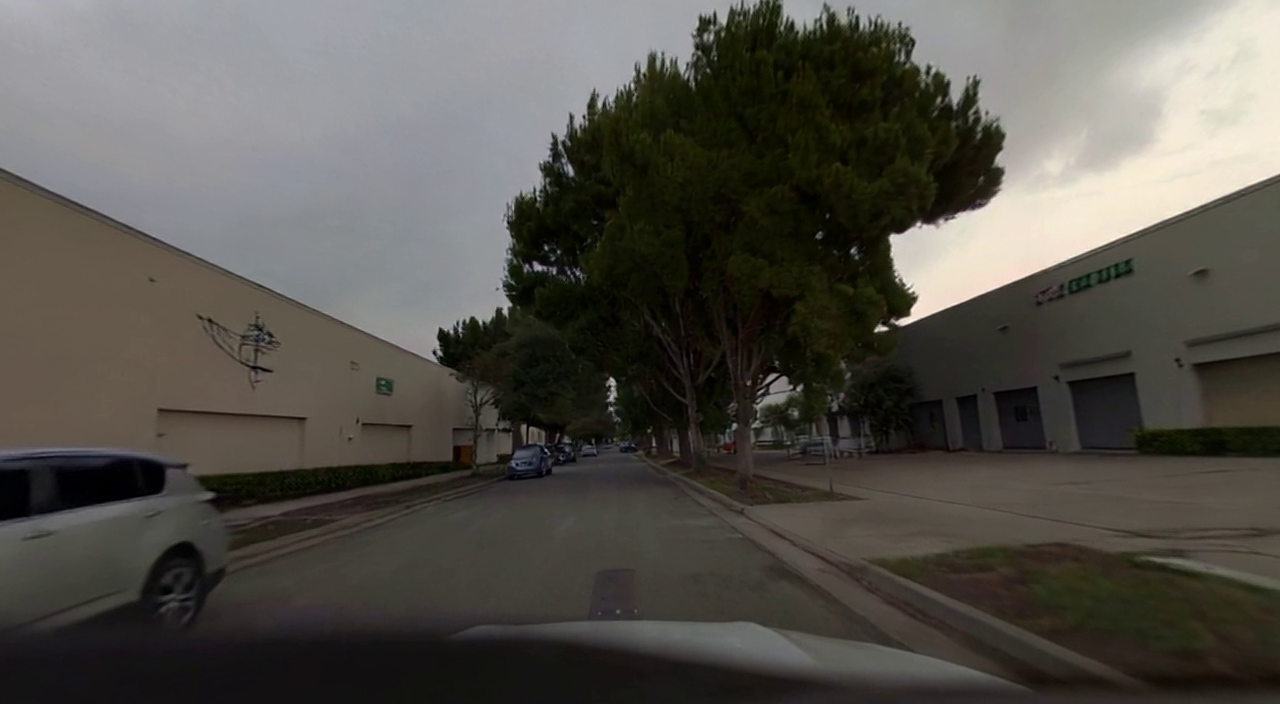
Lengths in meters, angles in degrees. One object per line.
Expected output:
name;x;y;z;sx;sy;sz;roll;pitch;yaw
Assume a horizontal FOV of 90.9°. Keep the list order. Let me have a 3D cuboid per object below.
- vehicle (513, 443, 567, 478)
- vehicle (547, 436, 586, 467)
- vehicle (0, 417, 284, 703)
vehicle;-5.003;5.486;32.107;2.040;1.501;4.440;-4;-9;-2
vehicle;-5.077;7.014;44.132;2.161;1.843;5.181;-4;-10;-2
vehicle;-4.121;1.219;3.526;1.912;1.628;4.233;-1;-8;-3
